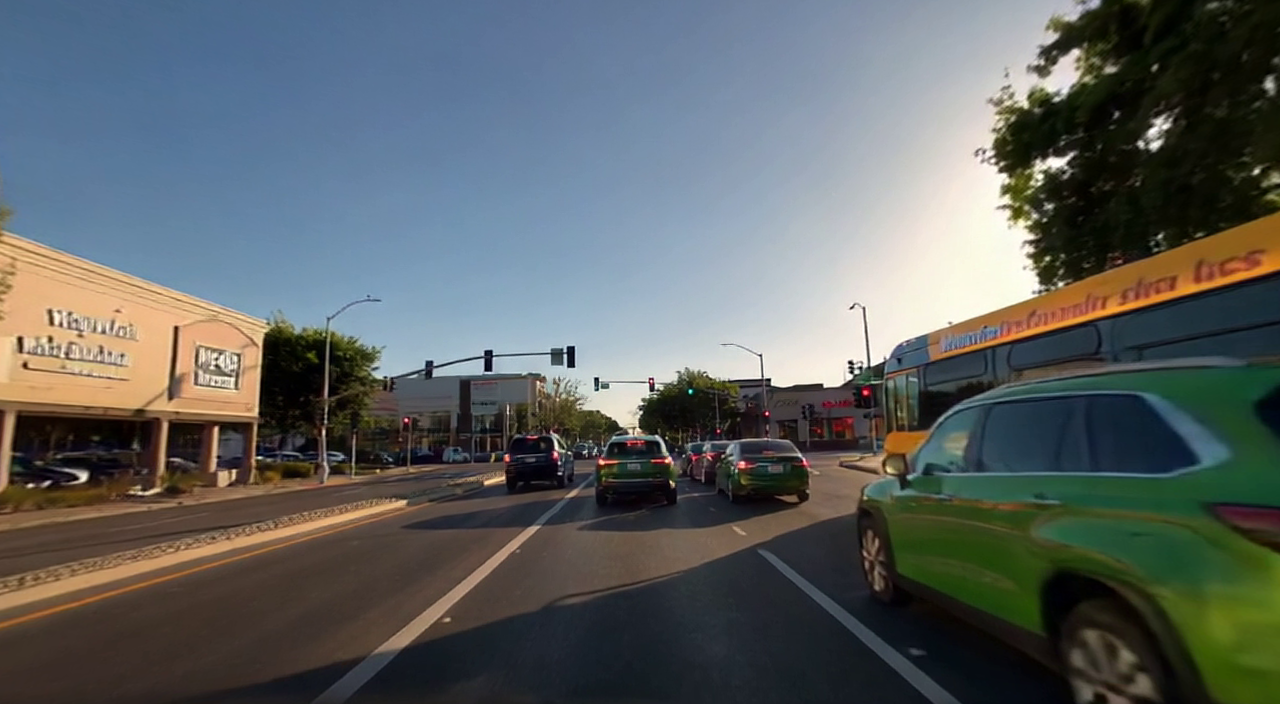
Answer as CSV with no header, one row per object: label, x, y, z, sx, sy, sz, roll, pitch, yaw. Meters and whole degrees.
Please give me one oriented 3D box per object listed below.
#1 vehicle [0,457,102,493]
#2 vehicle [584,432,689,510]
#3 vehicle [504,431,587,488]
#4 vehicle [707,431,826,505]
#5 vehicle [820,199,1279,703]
vehicle,-27.773,5.552,28.613,4.800,1.461,1.831,5,-10,-31
vehicle,-0.082,2.629,14.393,2.071,1.525,3.723,0,-8,-1
vehicle,-3.102,3.647,21.744,2.180,1.708,4.397,0,-8,0
vehicle,2.858,2.736,15.315,1.922,1.508,4.330,0,-8,-1
vehicle,3.020,0.740,3.034,2.490,1.951,5.931,0,-8,-1
